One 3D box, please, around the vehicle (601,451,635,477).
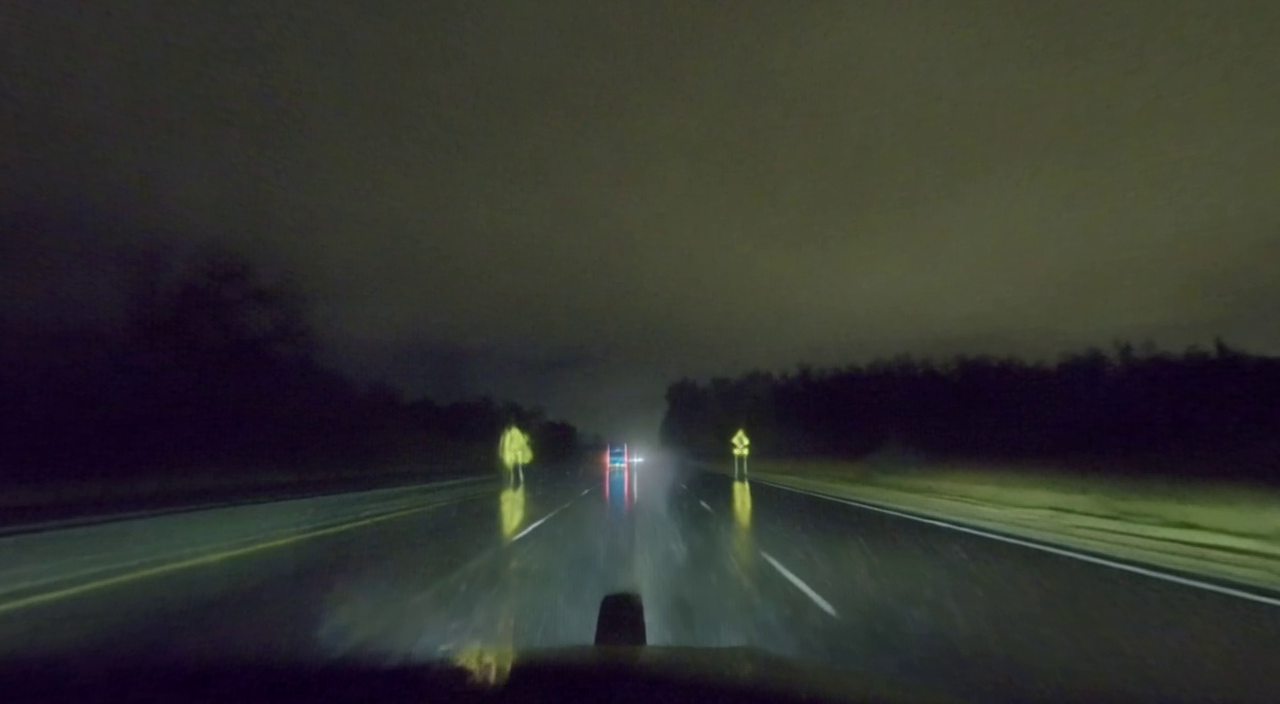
[{"bbox_3d":[-1.473,7.629,43.282,2.053,1.647,4.252,0,-9,2],"label":"vehicle"}]
